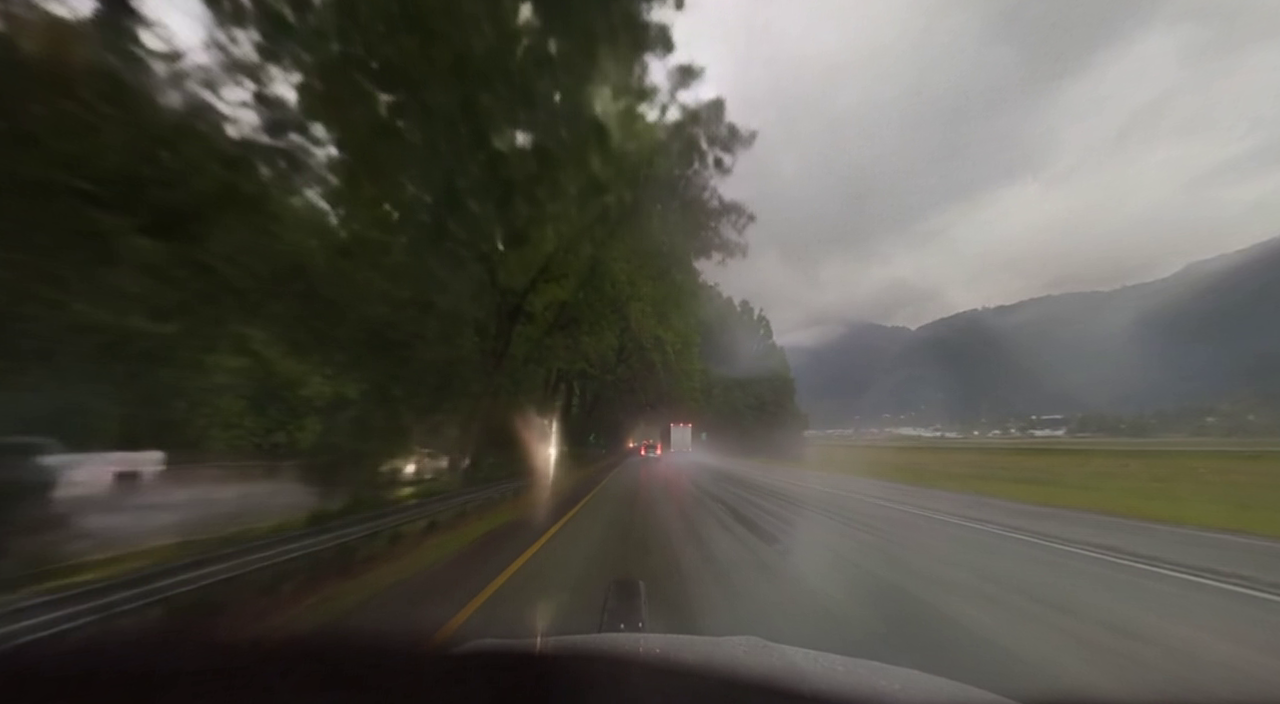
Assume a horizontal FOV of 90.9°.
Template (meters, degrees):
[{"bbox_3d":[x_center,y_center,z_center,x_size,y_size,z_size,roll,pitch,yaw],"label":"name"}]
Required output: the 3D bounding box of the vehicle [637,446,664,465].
[{"bbox_3d":[0.791,7.985,48.687,2.023,1.434,4.236,0,-9,1],"label":"vehicle"}]

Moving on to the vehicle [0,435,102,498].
[{"bbox_3d":[-18.933,3.389,18.730,1.996,1.731,4.281,0,-9,0],"label":"vehicle"}]
